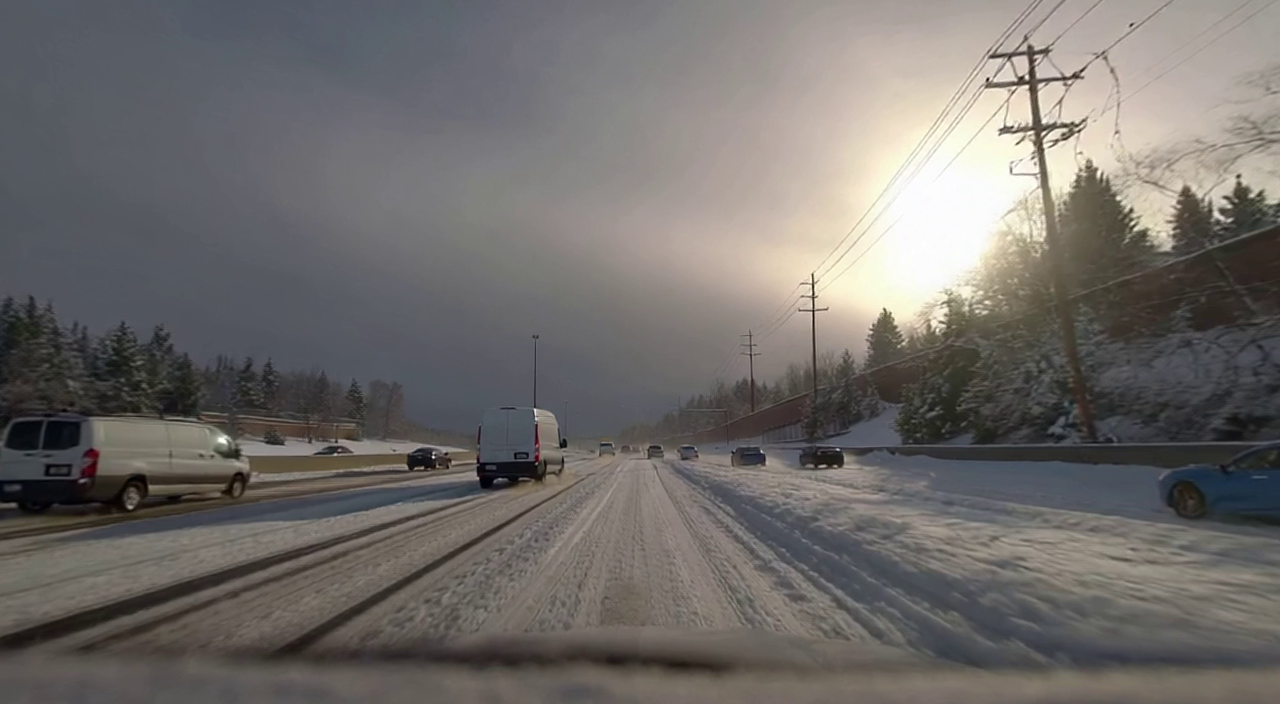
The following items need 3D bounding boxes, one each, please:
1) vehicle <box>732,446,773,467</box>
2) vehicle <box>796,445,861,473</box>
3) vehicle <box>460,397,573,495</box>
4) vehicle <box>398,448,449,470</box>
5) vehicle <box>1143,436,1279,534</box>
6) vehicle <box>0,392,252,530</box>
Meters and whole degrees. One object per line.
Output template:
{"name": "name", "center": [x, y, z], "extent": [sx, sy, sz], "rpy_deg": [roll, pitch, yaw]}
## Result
{"name": "vehicle", "center": [8.839, 8.253, 49.936], "extent": [2.095, 1.504, 4.536], "rpy_deg": [0, -9, -5]}
{"name": "vehicle", "center": [10.378, 5.904, 34.979], "extent": [2.052, 1.470, 4.364], "rpy_deg": [0, -9, -3]}
{"name": "vehicle", "center": [-3.684, 3.009, 20.149], "extent": [2.395, 2.660, 5.827], "rpy_deg": [0, -9, 0]}
{"name": "vehicle", "center": [-15.158, 7.489, 44.370], "extent": [1.948, 1.479, 4.754], "rpy_deg": [0, -9, 0]}
{"name": "vehicle", "center": [11.100, 2.084, 9.909], "extent": [2.115, 1.525, 4.882], "rpy_deg": [0, -9, -4]}
{"name": "vehicle", "center": [-11.380, 2.193, 13.135], "extent": [2.596, 2.162, 6.328], "rpy_deg": [0, -9, -1]}
